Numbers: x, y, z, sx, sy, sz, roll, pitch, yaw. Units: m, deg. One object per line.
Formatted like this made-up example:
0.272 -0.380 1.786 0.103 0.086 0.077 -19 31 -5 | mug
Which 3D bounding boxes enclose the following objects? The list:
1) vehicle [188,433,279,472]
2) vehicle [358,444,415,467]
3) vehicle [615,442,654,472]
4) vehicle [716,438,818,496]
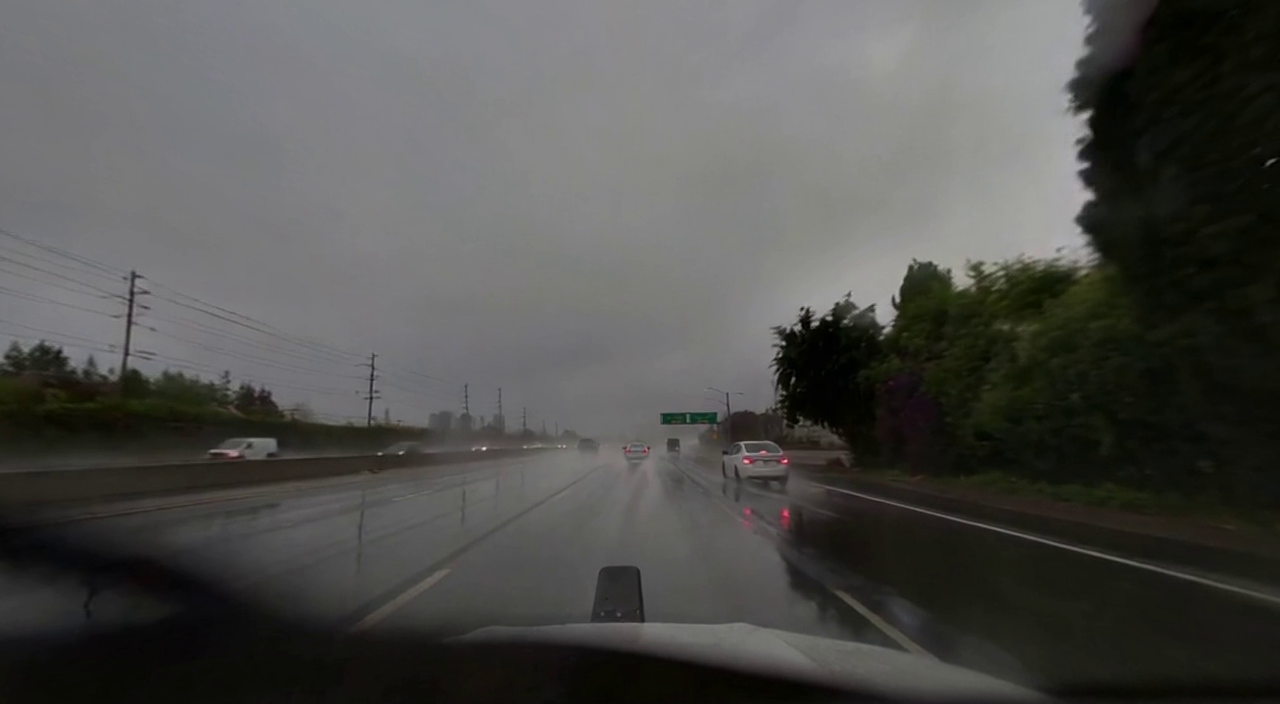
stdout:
-27.876 6.909 43.464 2.253 2.447 5.940 0 -8 1 | vehicle
-16.679 6.815 41.640 1.968 1.465 4.284 0 -8 1 | vehicle
-0.317 5.637 34.062 2.019 1.472 3.971 0 -8 -1 | vehicle
3.655 3.377 18.980 1.995 1.533 4.463 0 -8 -2 | vehicle
